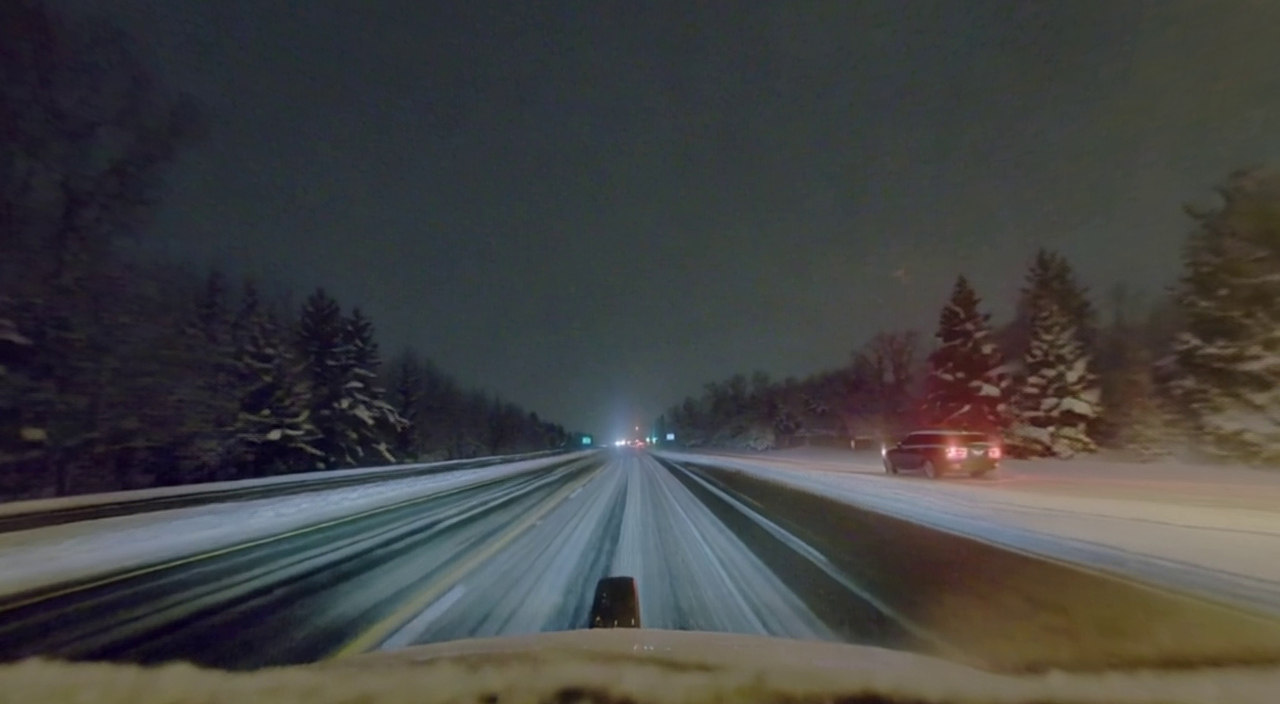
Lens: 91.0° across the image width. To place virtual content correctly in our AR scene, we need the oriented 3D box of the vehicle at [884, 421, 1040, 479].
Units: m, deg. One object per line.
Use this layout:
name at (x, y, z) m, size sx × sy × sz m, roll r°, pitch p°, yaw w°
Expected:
vehicle at (11.940, 3.673, 23.895) m, size 2.328 × 1.916 × 5.227 m, roll 1°, pitch -8°, yaw -13°
